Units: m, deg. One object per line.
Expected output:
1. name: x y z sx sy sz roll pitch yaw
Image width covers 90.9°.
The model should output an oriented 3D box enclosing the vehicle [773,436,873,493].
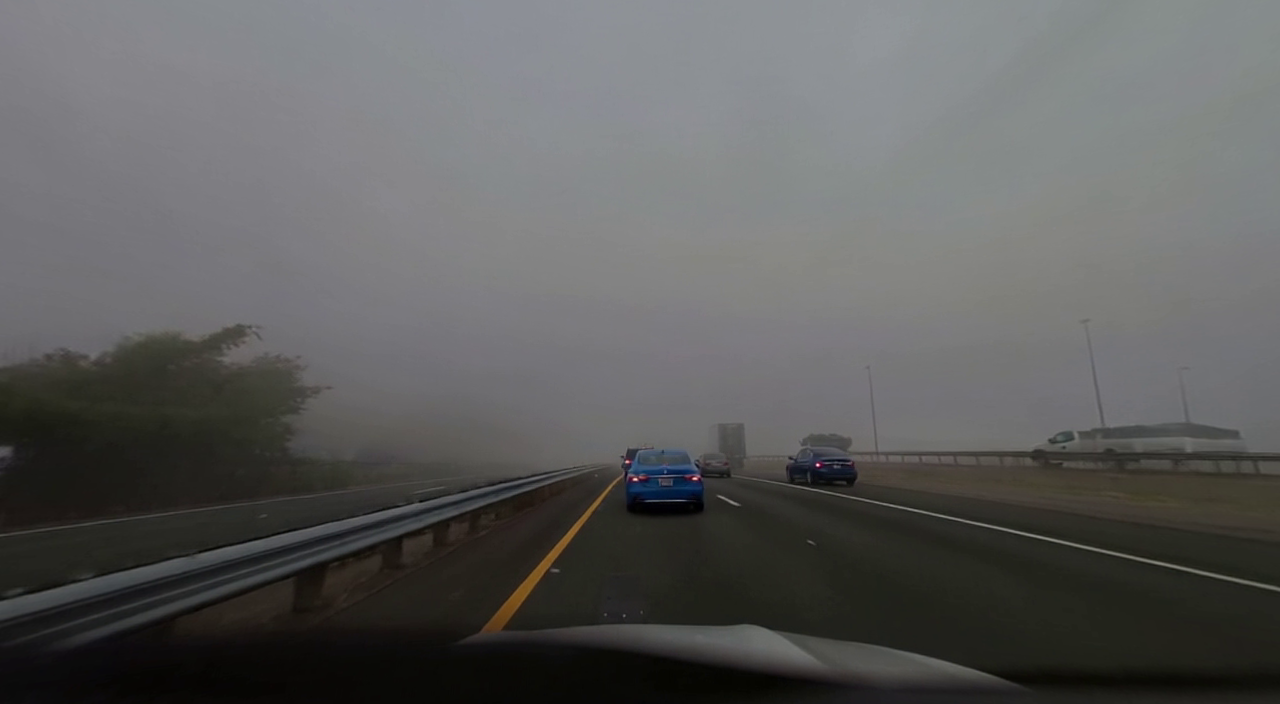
1. vehicle: 6.449 4.028 22.837 2.177 1.827 4.565 0 -9 -1

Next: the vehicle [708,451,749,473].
1. vehicle: 6.017 7.548 43.391 2.015 1.454 4.324 0 -9 -2

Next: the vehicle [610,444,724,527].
1. vehicle: 0.476 2.737 13.449 2.076 1.485 3.774 0 -9 0

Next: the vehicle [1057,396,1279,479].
1. vehicle: 31.689 5.249 37.472 2.822 3.996 14.073 1 -9 -7

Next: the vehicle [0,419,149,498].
1. vehicle: -33.395 6.174 36.871 2.902 3.981 7.819 -3 -8 0
